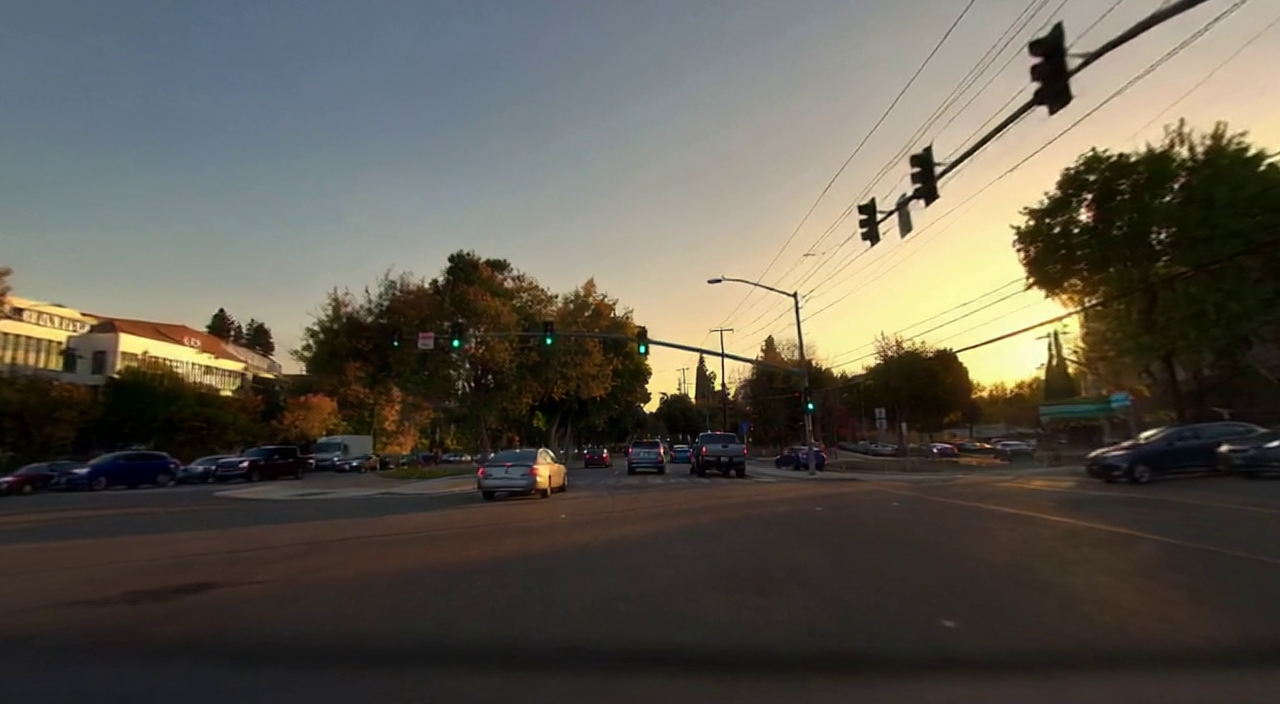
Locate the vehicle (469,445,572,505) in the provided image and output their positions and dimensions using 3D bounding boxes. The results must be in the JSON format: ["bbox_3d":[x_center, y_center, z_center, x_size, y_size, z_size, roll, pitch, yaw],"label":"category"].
[{"bbox_3d":[-3.256,3.442,18.191,1.939,1.494,4.499,-1,-9,2],"label":"vehicle"}]

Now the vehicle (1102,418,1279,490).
[{"bbox_3d":[15.469,2.738,16.979,4.681,1.756,2.109,2,-9,-9],"label":"vehicle"}]

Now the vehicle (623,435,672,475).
[{"bbox_3d":[0.507,6.021,37.091,2.643,2.145,5.585,-1,-9,2],"label":"vehicle"}]

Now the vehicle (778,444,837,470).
[{"bbox_3d":[11.312,7.151,43.067,2.010,1.633,4.246,2,-9,-14],"label":"vehicle"}]

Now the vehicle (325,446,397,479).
[{"bbox_3d":[-17.364,6.863,39.676,2.000,1.894,5.301,-1,-9,1],"label":"vehicle"}]

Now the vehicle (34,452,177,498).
[{"bbox_3d":[-24.435,5.618,29.208,2.224,1.759,4.994,-4,-9,0],"label":"vehicle"}]

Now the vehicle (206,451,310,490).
[{"bbox_3d":[-17.950,5.545,30.009,1.958,1.683,4.559,-1,-9,2],"label":"vehicle"}]

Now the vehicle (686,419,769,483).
[{"bbox_3d":[3.908,4.646,29.871,2.905,2.636,6.895,0,-9,0],"label":"vehicle"}]
